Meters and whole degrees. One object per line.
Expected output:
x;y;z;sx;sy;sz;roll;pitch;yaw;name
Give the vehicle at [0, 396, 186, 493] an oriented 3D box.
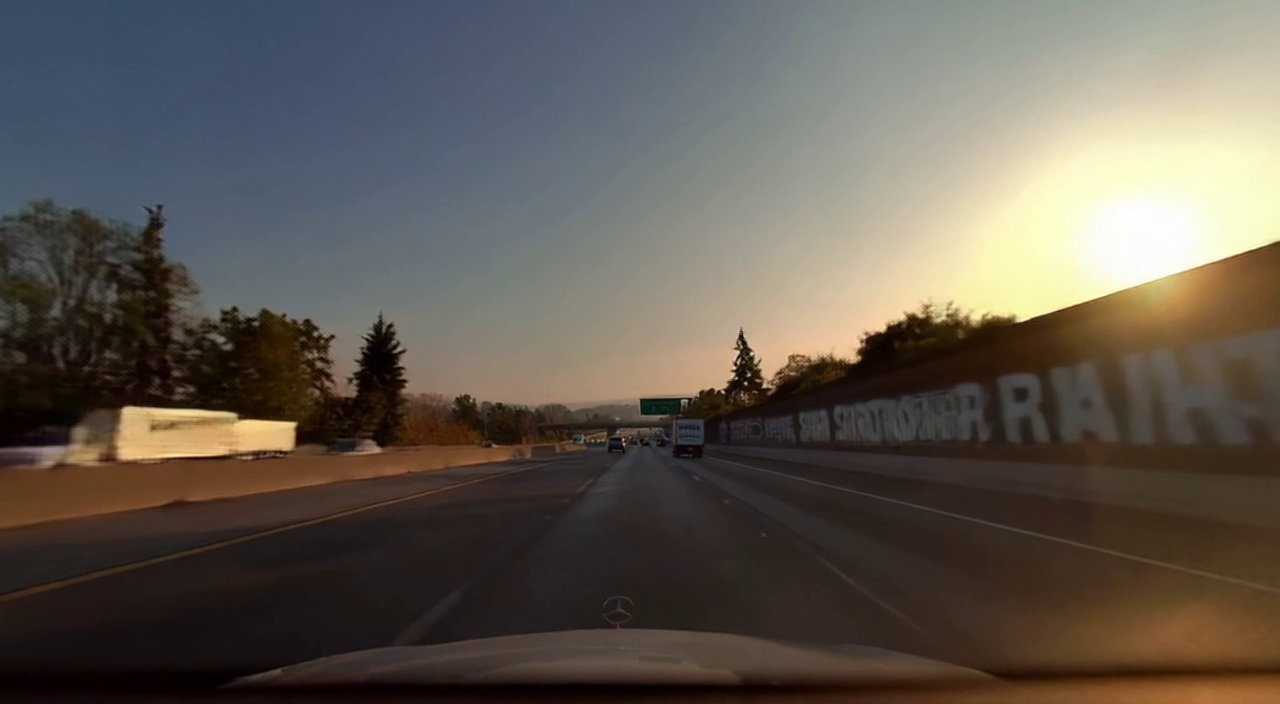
-21.175;3.517;24.160;2.866;3.196;6.122;0;-8;0;vehicle
